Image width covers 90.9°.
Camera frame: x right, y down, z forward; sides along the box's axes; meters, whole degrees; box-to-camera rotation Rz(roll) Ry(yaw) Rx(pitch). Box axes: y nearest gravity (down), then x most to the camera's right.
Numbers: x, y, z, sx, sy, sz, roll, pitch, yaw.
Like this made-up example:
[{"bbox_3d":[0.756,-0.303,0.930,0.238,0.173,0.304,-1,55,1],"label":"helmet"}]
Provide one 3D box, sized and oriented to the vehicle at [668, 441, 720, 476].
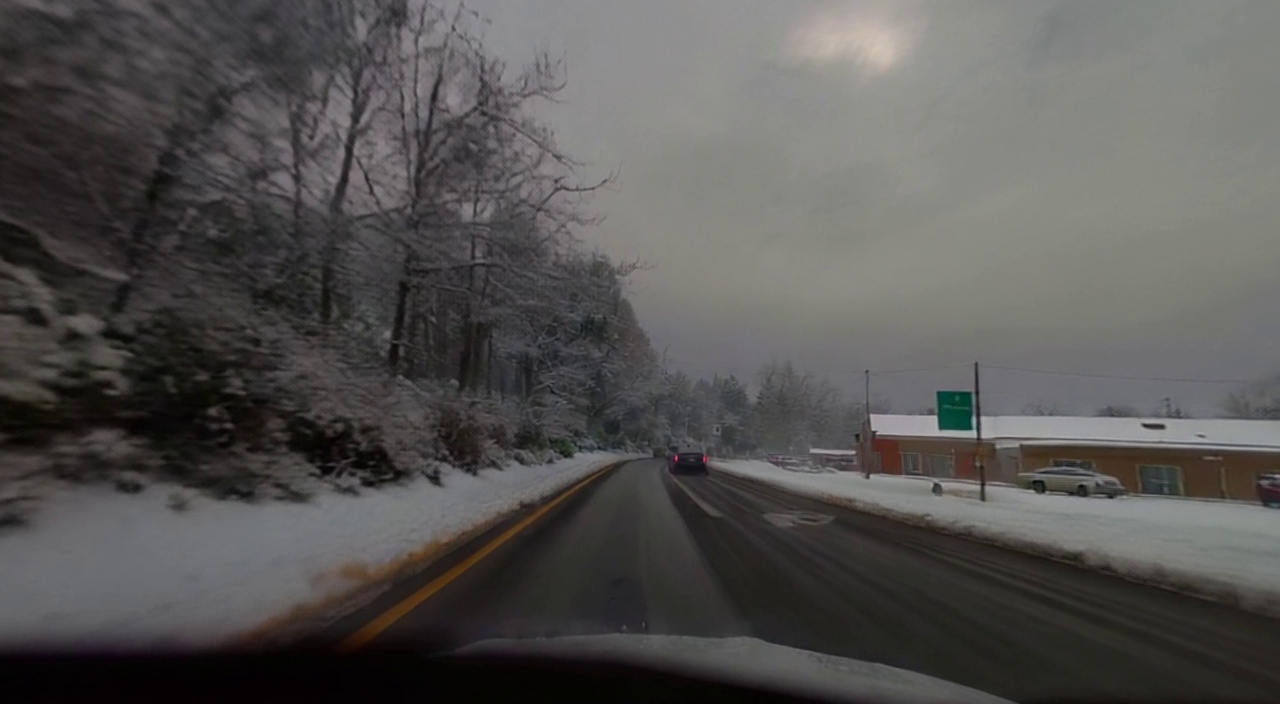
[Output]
[{"bbox_3d":[2.394,4.876,29.095,1.956,1.473,4.640,0,-8,-1],"label":"vehicle"}]
